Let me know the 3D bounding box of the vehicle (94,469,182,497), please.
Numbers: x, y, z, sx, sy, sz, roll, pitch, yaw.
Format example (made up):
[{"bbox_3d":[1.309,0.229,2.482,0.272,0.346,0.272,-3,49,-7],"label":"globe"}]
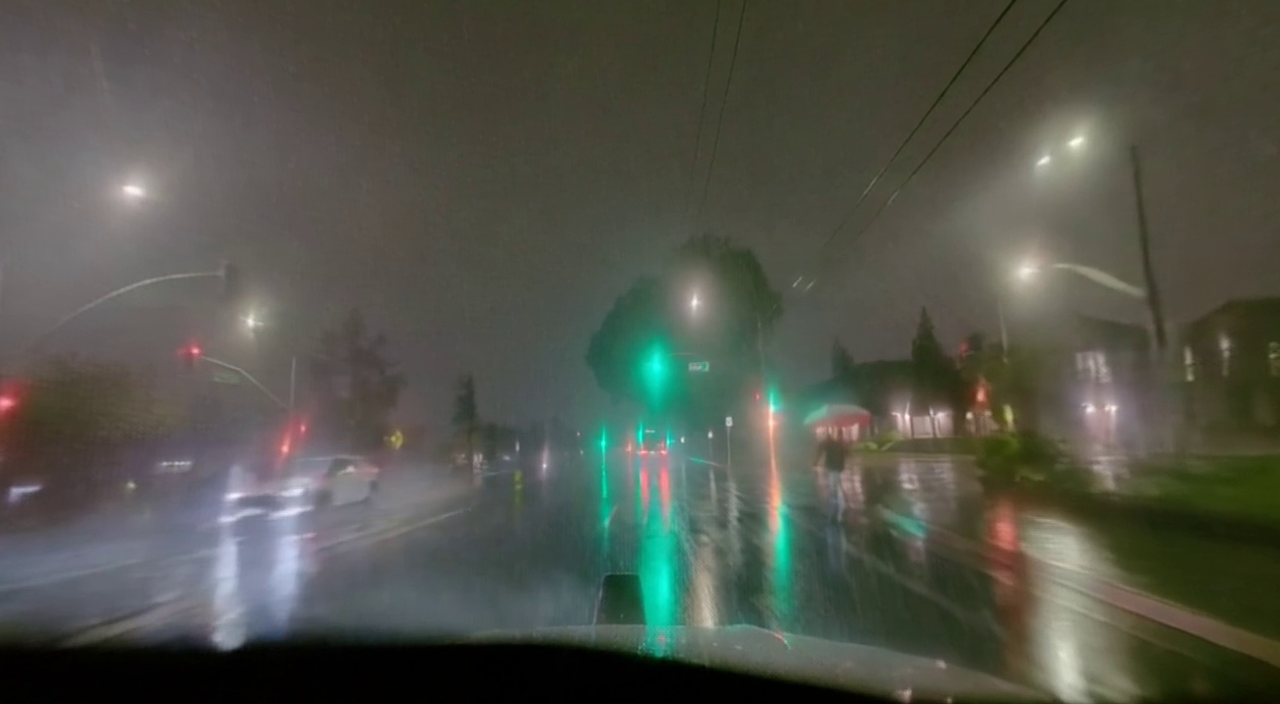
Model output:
[{"bbox_3d":[-31.740,8.292,40.106,1.816,1.475,4.497,0,-8,1],"label":"vehicle"}]

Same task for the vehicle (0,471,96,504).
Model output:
[{"bbox_3d":[-38.384,8.686,40.807,1.881,1.743,4.662,-1,-8,8],"label":"vehicle"}]

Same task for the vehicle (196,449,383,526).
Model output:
[{"bbox_3d":[-8.448,3.261,15.813,2.036,1.593,4.367,-1,-8,2],"label":"vehicle"}]

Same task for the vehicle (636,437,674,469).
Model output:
[{"bbox_3d":[0.967,6.186,38.775,2.215,1.799,4.426,-1,-8,2],"label":"vehicle"}]
